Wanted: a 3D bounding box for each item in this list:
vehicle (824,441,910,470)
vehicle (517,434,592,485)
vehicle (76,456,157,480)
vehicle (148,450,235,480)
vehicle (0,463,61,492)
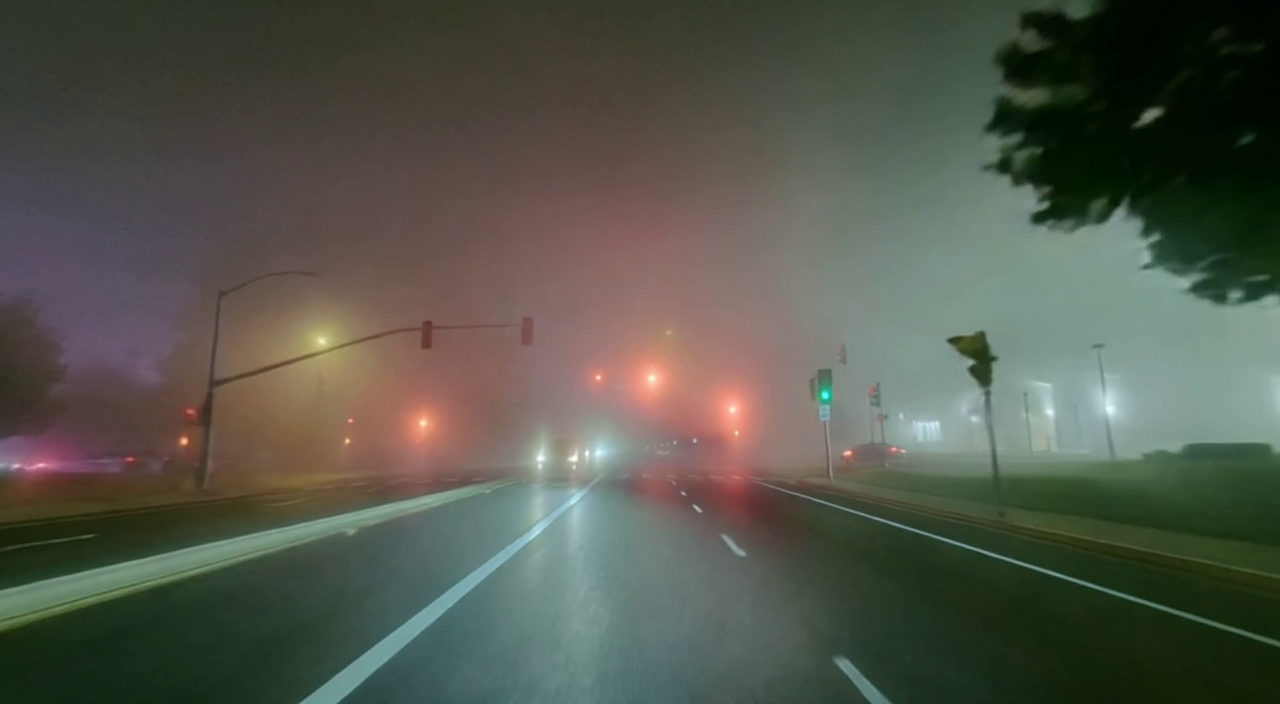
[{"bbox_3d":[14.328,6.523,39.903,4.634,1.449,1.936,-3,-7,-1],"label":"vehicle"},{"bbox_3d":[-3.204,4.128,24.524,2.250,1.791,4.300,0,-8,1],"label":"vehicle"},{"bbox_3d":[-37.096,8.218,44.710,4.069,1.516,1.850,0,-8,2],"label":"vehicle"},{"bbox_3d":[-31.709,7.985,44.660,4.582,1.785,2.262,-3,-7,3],"label":"vehicle"},{"bbox_3d":[-35.926,7.032,35.553,4.657,1.455,1.994,0,-8,4],"label":"vehicle"}]
